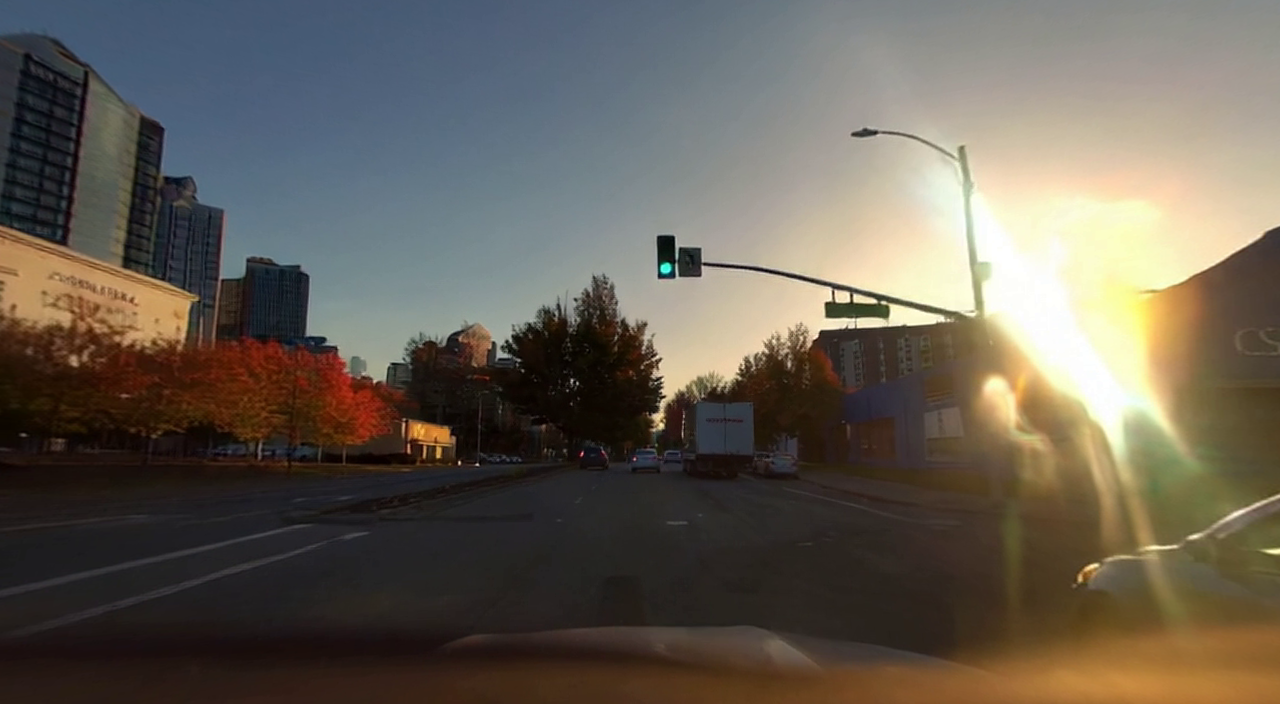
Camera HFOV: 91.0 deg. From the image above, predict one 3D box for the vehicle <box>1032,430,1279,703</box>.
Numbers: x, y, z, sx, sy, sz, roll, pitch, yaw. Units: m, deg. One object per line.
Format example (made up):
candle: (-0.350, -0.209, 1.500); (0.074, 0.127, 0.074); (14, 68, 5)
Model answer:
vehicle: (3.807, 0.954, 2.025); (1.915, 1.449, 4.970); (0, -9, 0)

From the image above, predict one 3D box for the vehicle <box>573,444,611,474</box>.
vehicle: (-3.125, 7.040, 41.725); (2.035, 1.867, 4.607); (-1, -9, 2)

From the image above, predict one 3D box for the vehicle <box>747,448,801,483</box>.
vehicle: (6.980, 6.062, 33.252); (1.889, 1.417, 4.759); (-3, -14, 1)

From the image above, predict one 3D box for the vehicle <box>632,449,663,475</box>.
vehicle: (0.440, 6.894, 39.693); (1.846, 1.528, 4.348); (0, -9, 0)

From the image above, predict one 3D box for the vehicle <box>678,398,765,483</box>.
vehicle: (3.877, 4.654, 32.744); (3.003, 3.680, 10.684); (0, -9, 0)
